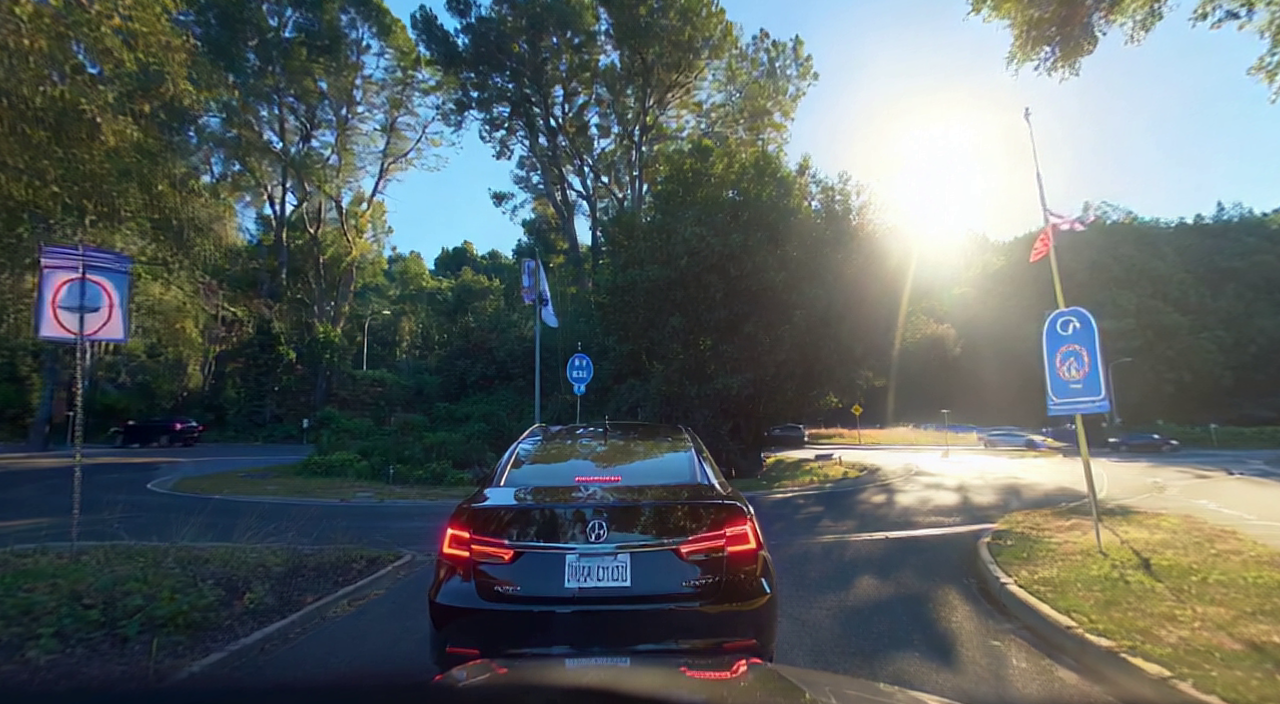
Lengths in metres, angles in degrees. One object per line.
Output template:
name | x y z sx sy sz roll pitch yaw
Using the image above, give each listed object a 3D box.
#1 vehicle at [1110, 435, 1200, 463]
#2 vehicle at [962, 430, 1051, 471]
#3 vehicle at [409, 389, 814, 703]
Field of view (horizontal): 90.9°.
vehicle | 29.302 5.527 35.876 4.147 1.475 1.850 2 -9 -17
vehicle | 16.519 4.439 28.323 4.485 1.691 2.132 8 -12 -43
vehicle | -0.063 1.324 5.317 2.078 1.607 4.010 -1 -9 3
